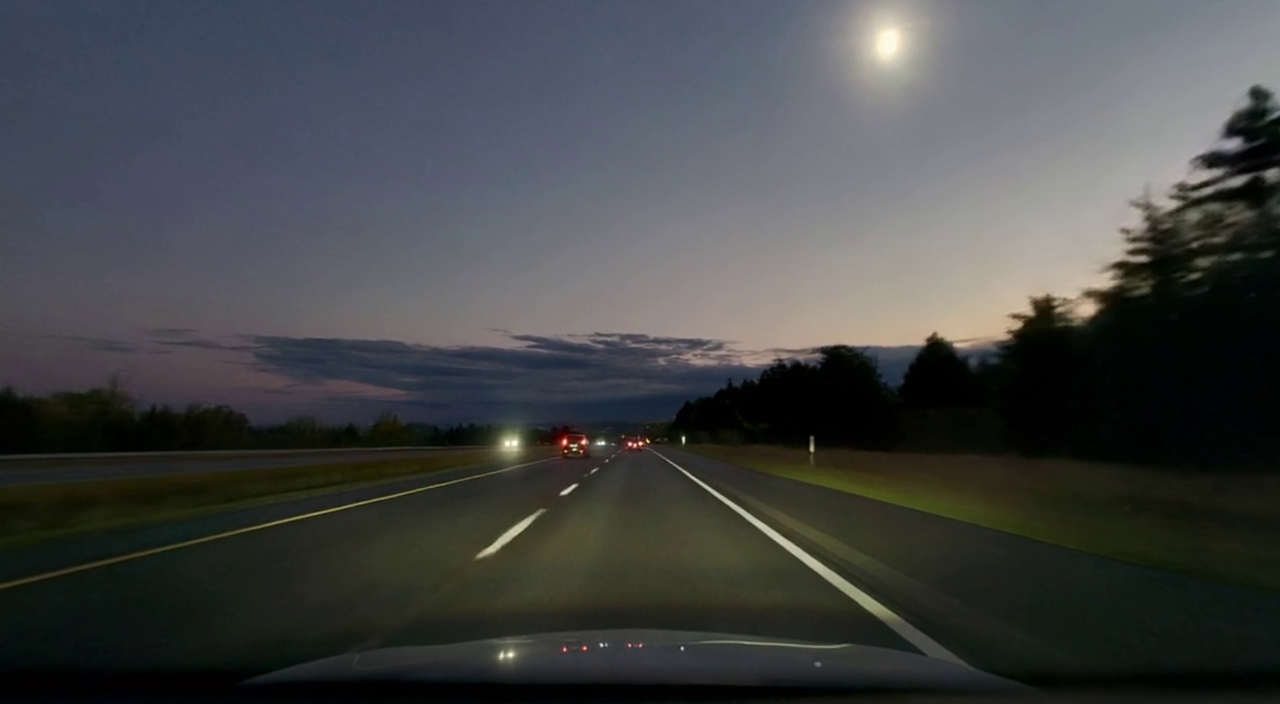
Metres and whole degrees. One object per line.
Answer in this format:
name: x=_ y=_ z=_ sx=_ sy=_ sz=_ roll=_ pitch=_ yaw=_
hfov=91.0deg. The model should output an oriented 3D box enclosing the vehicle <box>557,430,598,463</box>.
vehicle: x=-4.146 y=6.343 z=42.428 sx=2.241 sy=2.034 sz=4.890 roll=0 pitch=-8 yaw=0
